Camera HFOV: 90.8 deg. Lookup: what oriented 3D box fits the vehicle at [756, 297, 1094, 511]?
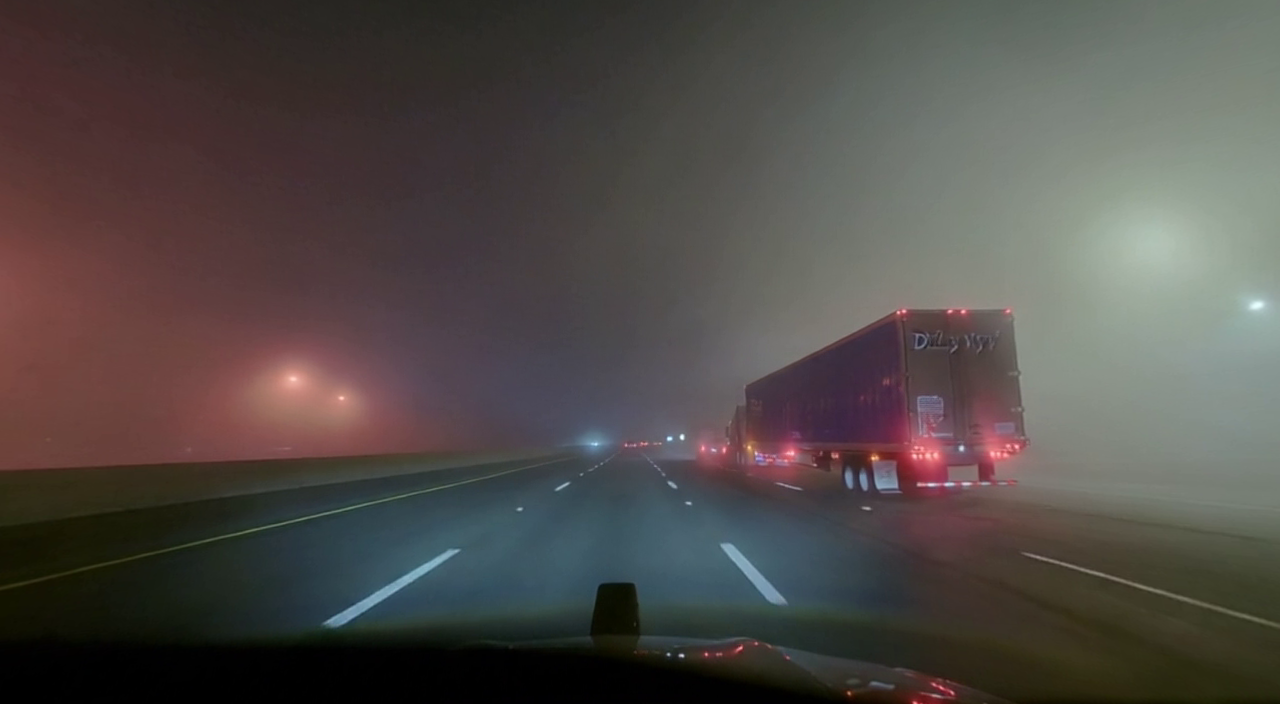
[{"bbox_3d":[6.701,2.086,19.757,2.962,3.947,16.241,0,-8,0],"label":"vehicle"}]
